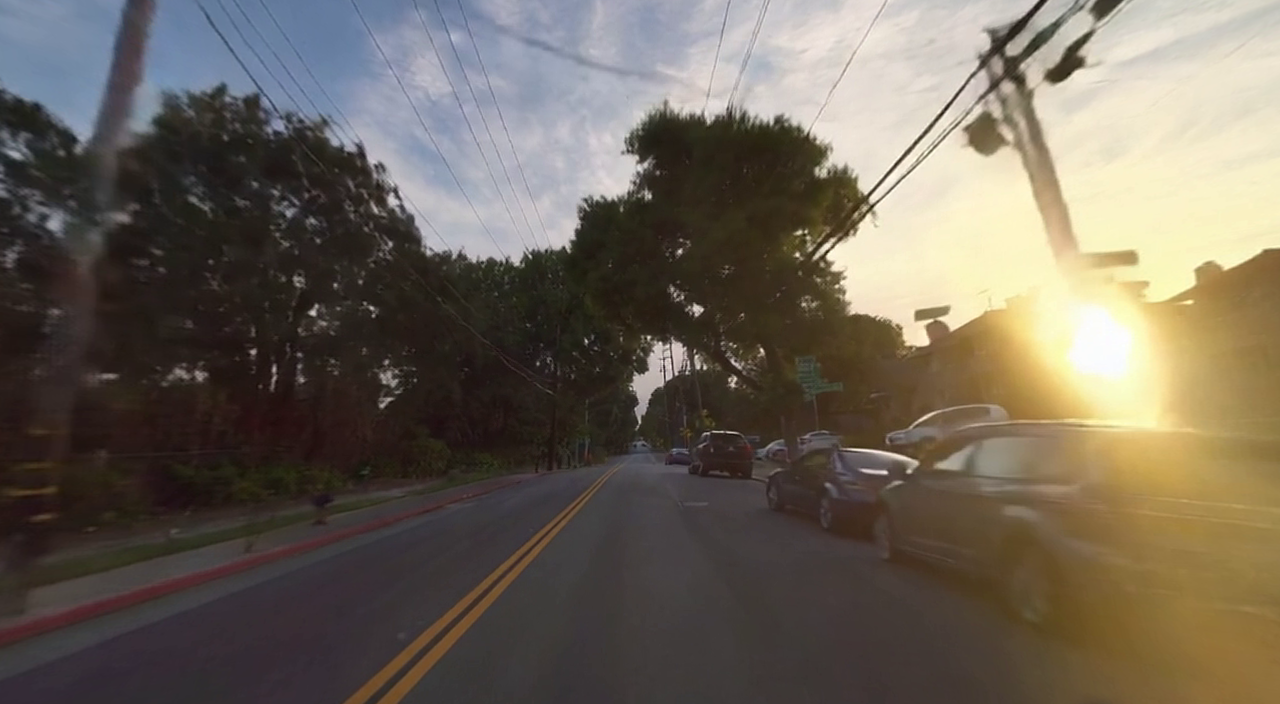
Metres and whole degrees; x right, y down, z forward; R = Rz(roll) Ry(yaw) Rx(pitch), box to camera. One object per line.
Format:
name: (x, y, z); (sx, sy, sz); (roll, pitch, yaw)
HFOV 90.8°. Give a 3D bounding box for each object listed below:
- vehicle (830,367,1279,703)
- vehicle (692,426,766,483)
vehicle: (3.311, 1.246, 5.284); (1.848, 1.624, 5.200); (0, -8, 0)
vehicle: (3.249, 3.877, 24.148); (2.020, 1.900, 5.202); (0, -8, -1)
